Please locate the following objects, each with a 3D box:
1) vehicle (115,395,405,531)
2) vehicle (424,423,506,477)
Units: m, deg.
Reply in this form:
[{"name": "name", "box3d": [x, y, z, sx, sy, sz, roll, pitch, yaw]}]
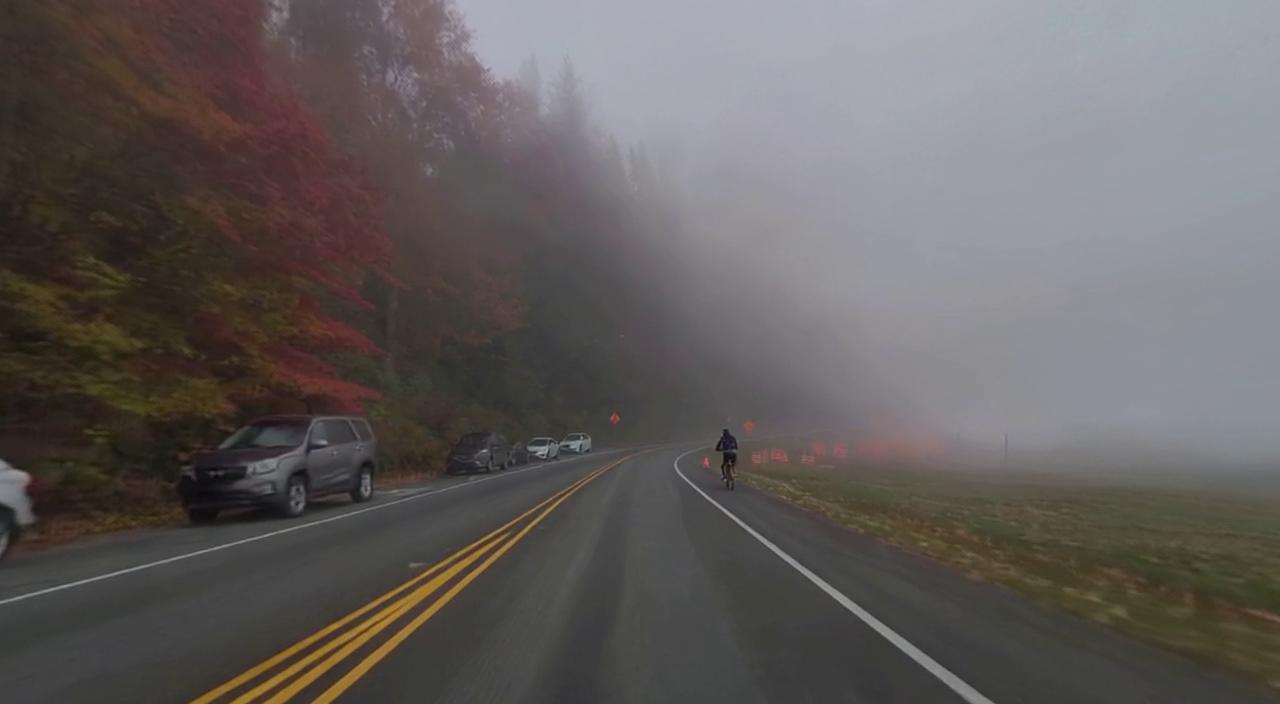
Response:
[{"name": "vehicle", "box3d": [-7.208, 2.217, 13.109, 2.312, 2.075, 5.748, -3, -9, 2]}, {"name": "vehicle", "box3d": [-7.236, 4.119, 26.615, 1.955, 1.908, 4.680, -5, -9, 1]}]
